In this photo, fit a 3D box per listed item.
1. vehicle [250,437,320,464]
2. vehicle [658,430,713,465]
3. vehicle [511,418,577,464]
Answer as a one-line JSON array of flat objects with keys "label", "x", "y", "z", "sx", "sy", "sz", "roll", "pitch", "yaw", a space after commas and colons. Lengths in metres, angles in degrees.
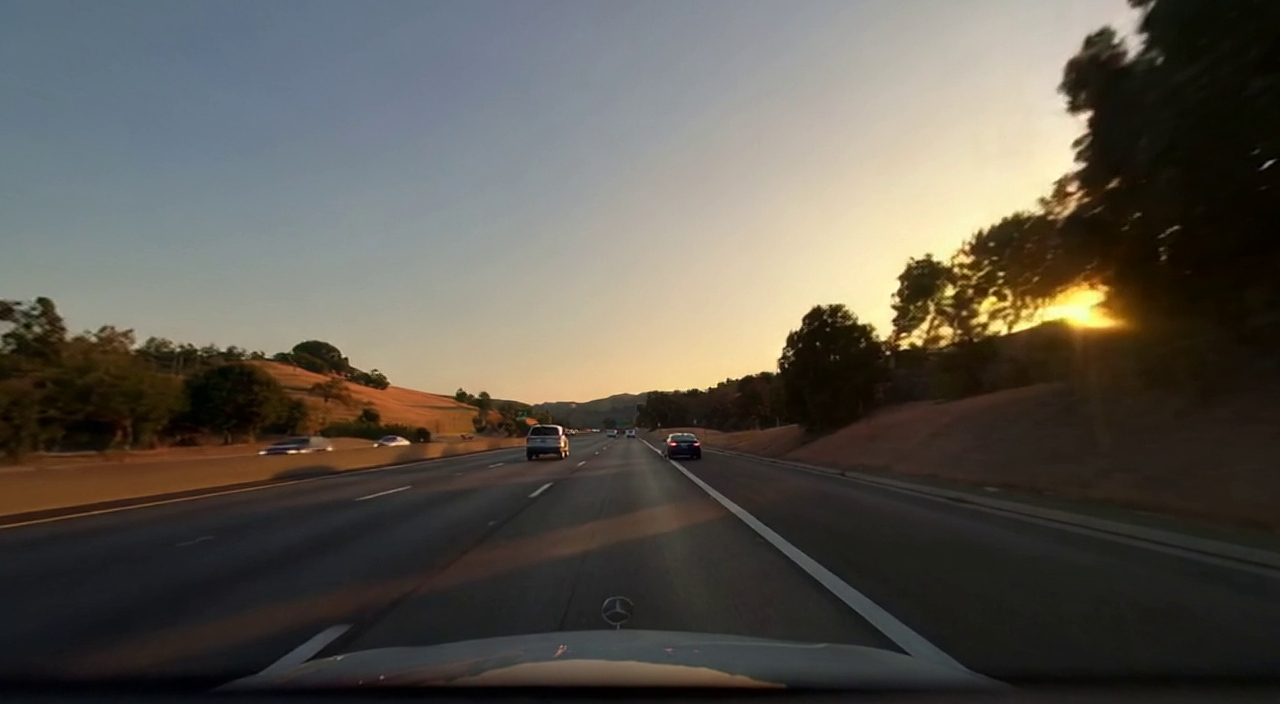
[{"label": "vehicle", "x": -20.200, "y": 5.614, "z": 35.993, "sx": 1.760, "sy": 1.466, "sz": 3.848, "roll": 0, "pitch": -8, "yaw": 0}, {"label": "vehicle", "x": 1.974, "y": 4.288, "z": 28.389, "sx": 1.948, "sy": 1.470, "sz": 3.913, "roll": 0, "pitch": -8, "yaw": -3}, {"label": "vehicle", "x": -4.280, "y": 4.066, "z": 28.874, "sx": 2.251, "sy": 1.938, "sz": 4.708, "roll": 0, "pitch": -8, "yaw": 0}]
